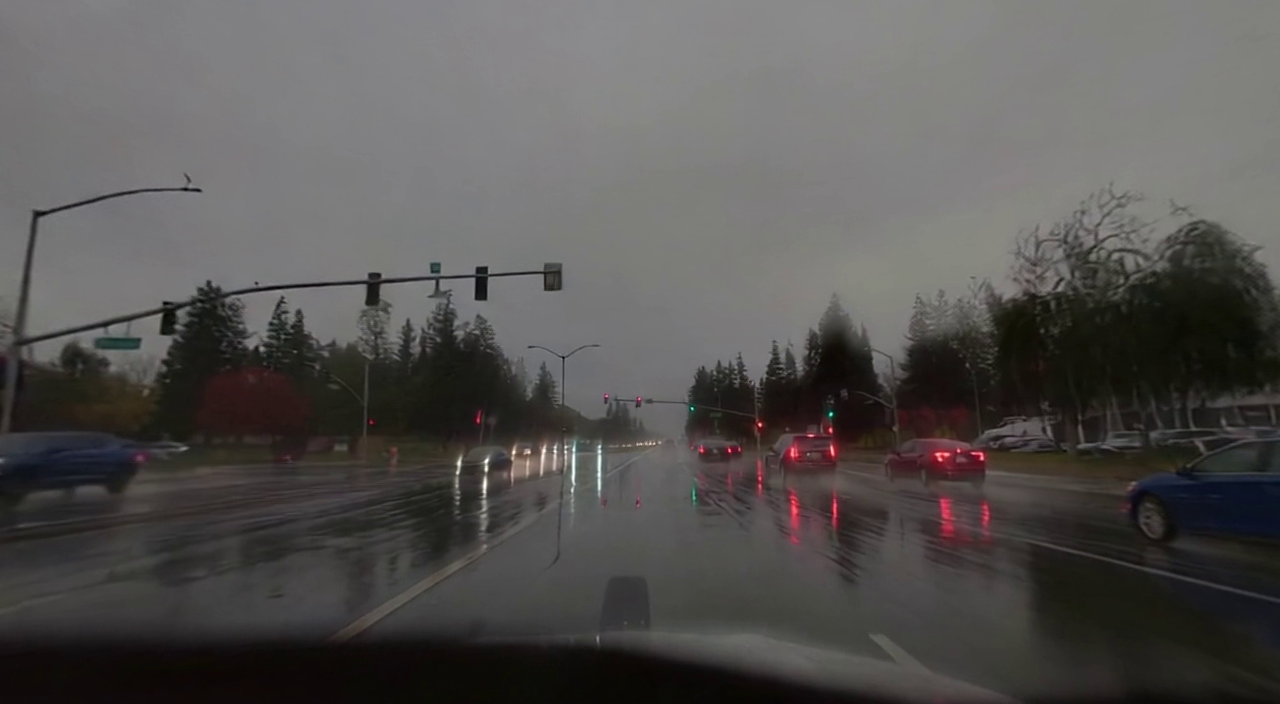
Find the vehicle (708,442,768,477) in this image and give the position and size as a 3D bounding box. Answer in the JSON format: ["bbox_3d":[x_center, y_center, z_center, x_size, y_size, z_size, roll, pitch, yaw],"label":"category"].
[{"bbox_3d":[4.709,5.247,31.064,2.292,1.563,4.734,0,-8,2],"label":"vehicle"}]

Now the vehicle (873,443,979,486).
[{"bbox_3d":[11.029,4.349,24.736,1.963,1.513,4.600,0,-8,0],"label":"vehicle"}]

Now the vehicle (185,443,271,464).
[{"bbox_3d":[-31.357,7.719,48.137,5.137,1.482,1.918,3,-9,-21],"label":"vehicle"}]

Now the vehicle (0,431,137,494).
[{"bbox_3d":[-18.633,3.380,19.543,1.981,1.721,4.772,-1,-8,2],"label":"vehicle"}]

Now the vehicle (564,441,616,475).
[{"bbox_3d":[-2.361,5.181,30.938,1.958,1.542,4.175,-1,-8,3],"label":"vehicle"}]

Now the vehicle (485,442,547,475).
[{"bbox_3d":[-6.102,5.281,31.557,2.004,1.529,4.319,-1,-8,3],"label":"vehicle"}]

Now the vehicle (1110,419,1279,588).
[{"bbox_3d":[7.210,1.450,6.058,2.051,1.620,4.702,-1,-8,6],"label":"vehicle"}]

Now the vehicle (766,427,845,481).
[{"bbox_3d":[7.320,4.567,28.485,2.186,2.202,5.426,0,-8,1],"label":"vehicle"}]
